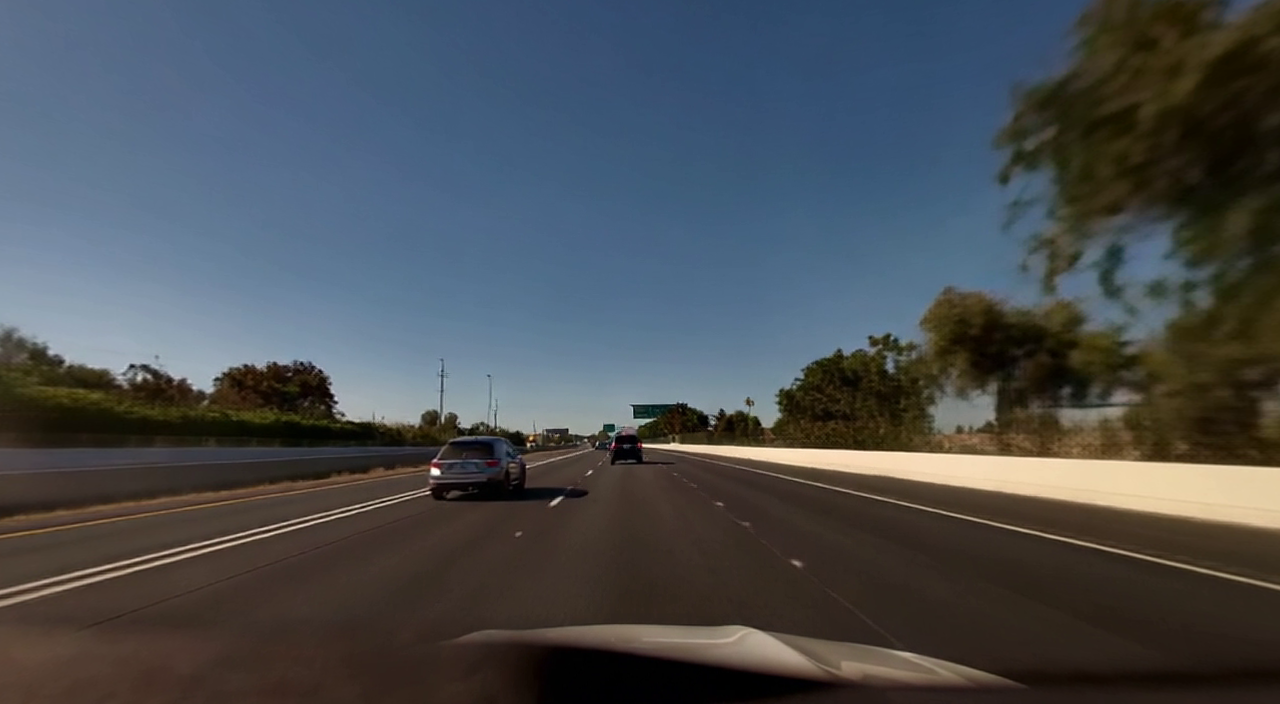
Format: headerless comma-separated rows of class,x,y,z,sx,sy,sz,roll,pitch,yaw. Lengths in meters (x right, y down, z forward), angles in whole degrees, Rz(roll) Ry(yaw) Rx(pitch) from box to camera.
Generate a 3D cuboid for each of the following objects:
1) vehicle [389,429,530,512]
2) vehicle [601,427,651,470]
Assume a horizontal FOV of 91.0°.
vehicle,-3.930,2.654,14.586,2.039,1.602,4.317,0,-8,-1
vehicle,-0.739,4.917,32.133,2.382,1.973,4.439,0,-8,-2
